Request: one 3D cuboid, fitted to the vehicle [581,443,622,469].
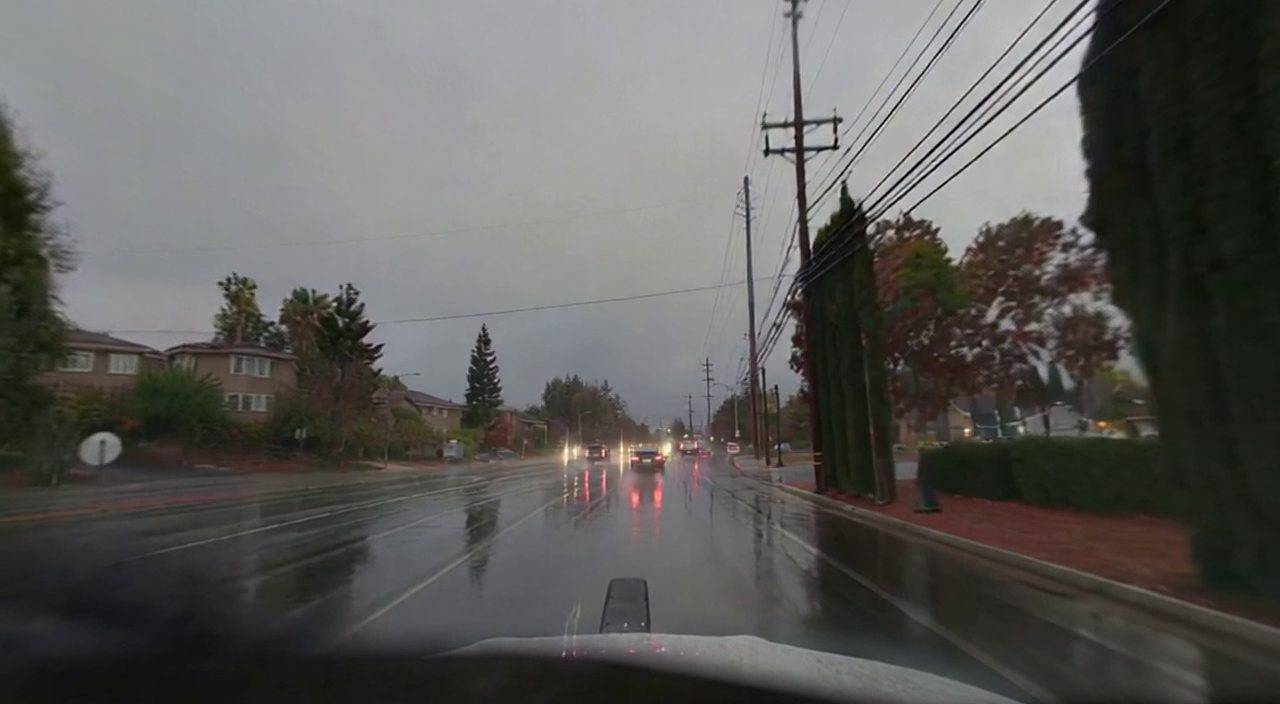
[{"bbox_3d":[-2.272,6.291,38.220,1.983,1.485,4.159,0,-9,4],"label":"vehicle"}]

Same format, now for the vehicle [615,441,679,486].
[{"bbox_3d":[0.352,4.040,23.098,2.117,1.474,4.036,0,-9,4],"label":"vehicle"}]
